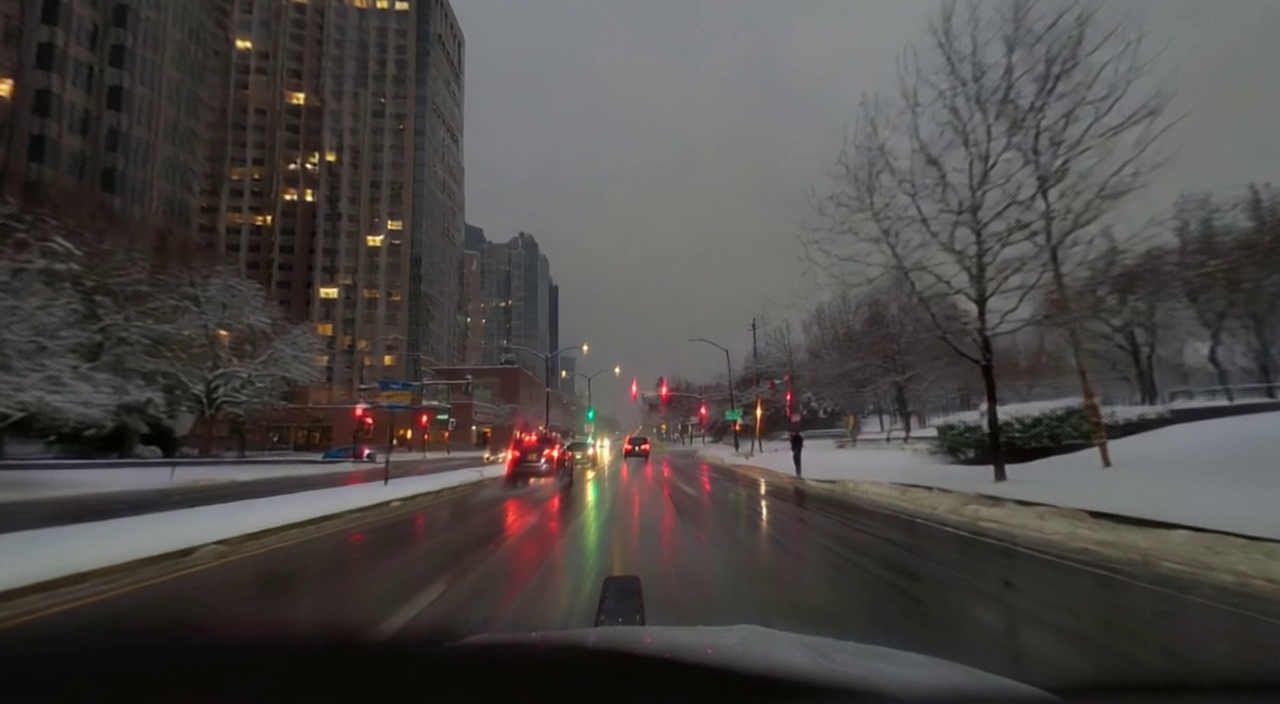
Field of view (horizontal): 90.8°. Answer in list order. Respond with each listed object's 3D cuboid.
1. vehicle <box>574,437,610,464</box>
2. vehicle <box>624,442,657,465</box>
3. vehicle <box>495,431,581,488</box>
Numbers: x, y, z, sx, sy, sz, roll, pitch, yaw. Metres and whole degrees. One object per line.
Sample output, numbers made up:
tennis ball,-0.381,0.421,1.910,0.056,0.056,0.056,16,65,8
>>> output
vehicle,-3.324,6.981,45.016,2.152,1.802,4.628,0,-8,1
vehicle,0.030,6.657,41.604,2.095,1.438,3.843,0,-8,0
vehicle,-3.306,3.594,21.449,2.116,1.725,4.315,0,-8,1
